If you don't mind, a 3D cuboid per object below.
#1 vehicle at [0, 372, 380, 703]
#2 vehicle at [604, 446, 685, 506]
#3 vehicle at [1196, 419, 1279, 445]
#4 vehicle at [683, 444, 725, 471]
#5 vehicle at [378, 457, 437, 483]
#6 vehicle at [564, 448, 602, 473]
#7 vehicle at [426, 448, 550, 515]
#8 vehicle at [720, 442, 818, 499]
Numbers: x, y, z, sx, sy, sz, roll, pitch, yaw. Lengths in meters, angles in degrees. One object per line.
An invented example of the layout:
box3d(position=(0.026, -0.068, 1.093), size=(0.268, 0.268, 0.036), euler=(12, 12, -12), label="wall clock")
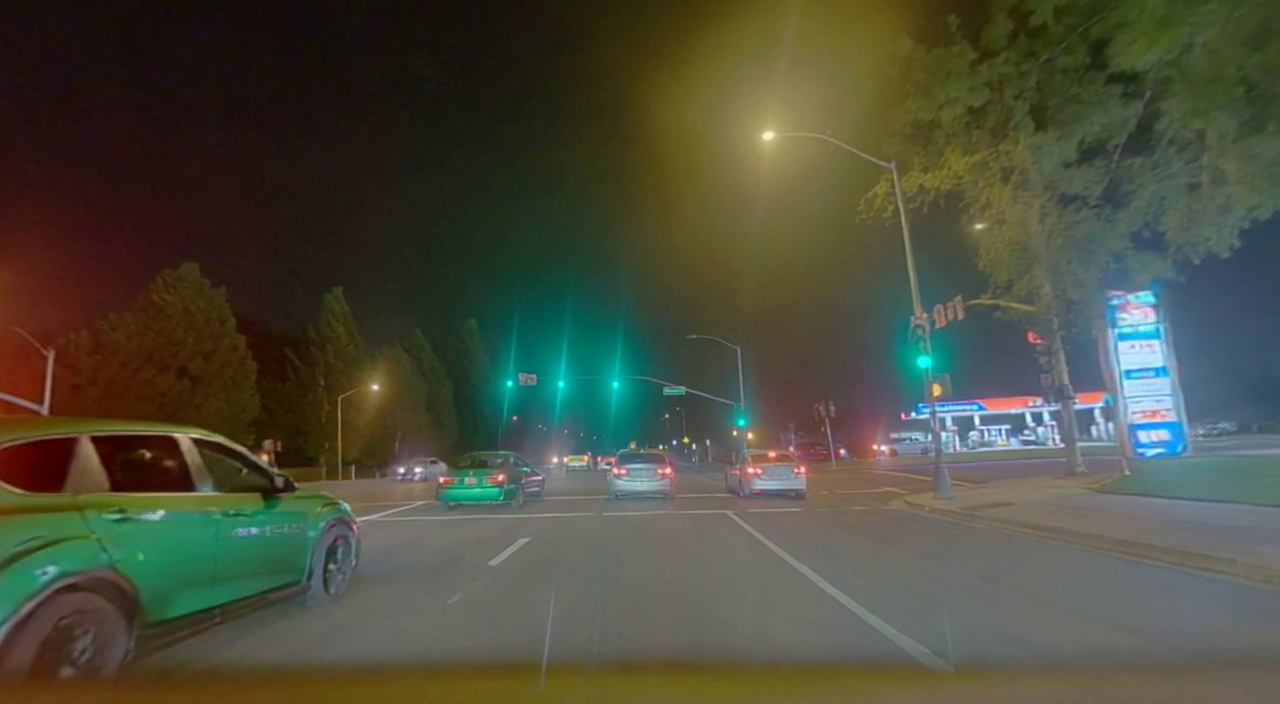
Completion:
box3d(position=(-3.701, 1.146, 4.017), size=(2.023, 1.687, 4.874), euler=(0, -8, 0), label="vehicle")
box3d(position=(0.089, 3.365, 17.592), size=(1.994, 1.433, 3.894), euler=(0, -8, 0), label="vehicle")
box3d(position=(41.681, 5.615, 43.897), size=(1.918, 1.705, 4.846), euler=(-1, -9, 8), label="vehicle")
box3d(position=(3.851, 6.394, 38.514), size=(1.942, 1.482, 4.623), euler=(0, -8, -1), label="vehicle")
box3d(position=(-14.864, 7.541, 40.569), size=(1.946, 1.504, 4.504), euler=(-1, -8, 2), label="vehicle")
box3d(position=(-3.586, 6.948, 40.617), size=(1.896, 1.501, 4.390), euler=(-1, -8, 2), label="vehicle")
box3d(position=(-3.721, 3.234, 16.353), size=(1.995, 1.436, 4.500), euler=(-1, -8, 2), label="vehicle")
box3d(position=(3.675, 3.441, 18.818), size=(1.920, 1.479, 4.548), euler=(0, -8, -1), label="vehicle")
